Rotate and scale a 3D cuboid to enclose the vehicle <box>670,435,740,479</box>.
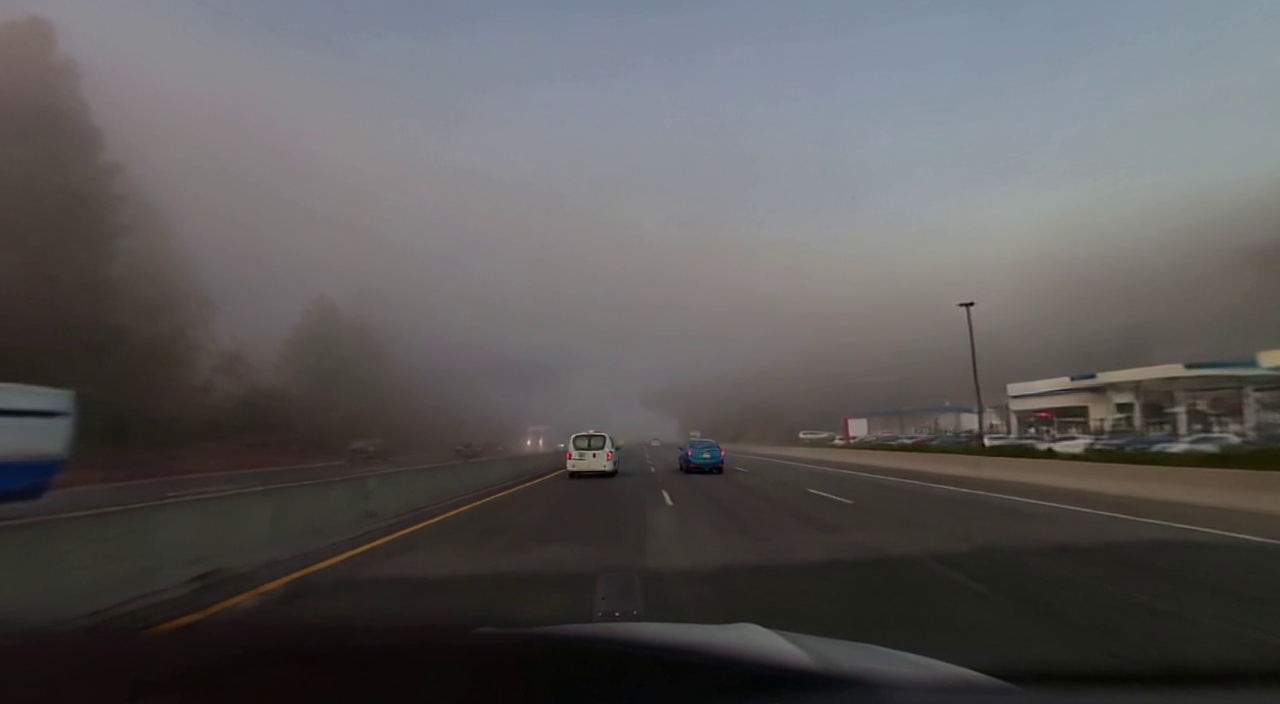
[{"bbox_3d":[2.413,4.025,24.591,2.151,1.550,4.694,0,-8,-1],"label":"vehicle"}]

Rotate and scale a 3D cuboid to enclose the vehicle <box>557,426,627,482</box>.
[{"bbox_3d":[-1.547,3.510,21.986,2.061,1.732,4.457,0,-8,0],"label":"vehicle"}]
